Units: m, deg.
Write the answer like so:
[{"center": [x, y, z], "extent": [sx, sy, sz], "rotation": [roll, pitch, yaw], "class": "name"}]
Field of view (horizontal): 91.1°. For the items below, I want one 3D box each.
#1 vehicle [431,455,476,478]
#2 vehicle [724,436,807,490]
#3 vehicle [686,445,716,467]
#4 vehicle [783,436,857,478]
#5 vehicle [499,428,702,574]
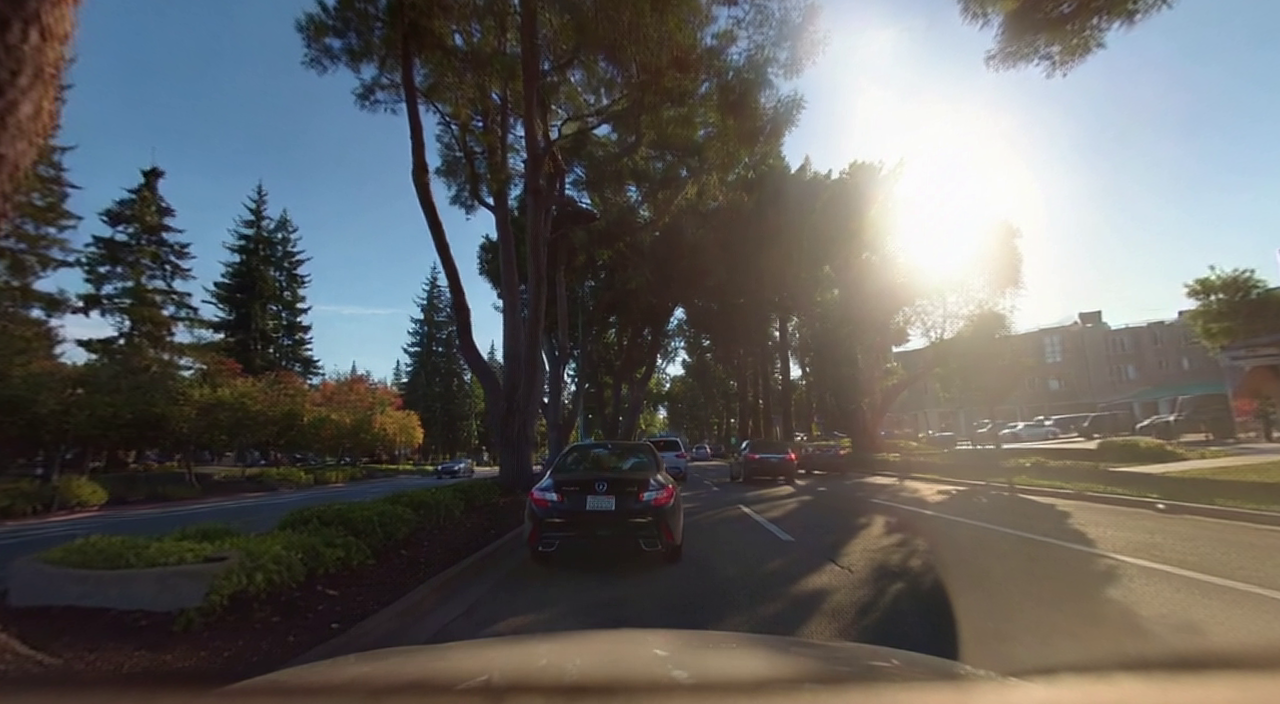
[{"center": [-13.647, 8.407, 46.280], "extent": [1.900, 1.508, 4.459], "rotation": [0, -9, 0], "class": "vehicle"}, {"center": [4.143, 3.726, 21.494], "extent": [1.971, 1.637, 4.317], "rotation": [0, -9, 1], "class": "vehicle"}, {"center": [4.733, 8.134, 49.220], "extent": [1.946, 1.648, 4.230], "rotation": [0, -9, 0], "class": "vehicle"}, {"center": [7.978, 4.709, 28.345], "extent": [2.064, 1.747, 4.372], "rotation": [0, -9, 1], "class": "vehicle"}, {"center": [-0.394, 1.861, 8.617], "extent": [2.111, 1.506, 4.018], "rotation": [0, -9, 1], "class": "vehicle"}]
